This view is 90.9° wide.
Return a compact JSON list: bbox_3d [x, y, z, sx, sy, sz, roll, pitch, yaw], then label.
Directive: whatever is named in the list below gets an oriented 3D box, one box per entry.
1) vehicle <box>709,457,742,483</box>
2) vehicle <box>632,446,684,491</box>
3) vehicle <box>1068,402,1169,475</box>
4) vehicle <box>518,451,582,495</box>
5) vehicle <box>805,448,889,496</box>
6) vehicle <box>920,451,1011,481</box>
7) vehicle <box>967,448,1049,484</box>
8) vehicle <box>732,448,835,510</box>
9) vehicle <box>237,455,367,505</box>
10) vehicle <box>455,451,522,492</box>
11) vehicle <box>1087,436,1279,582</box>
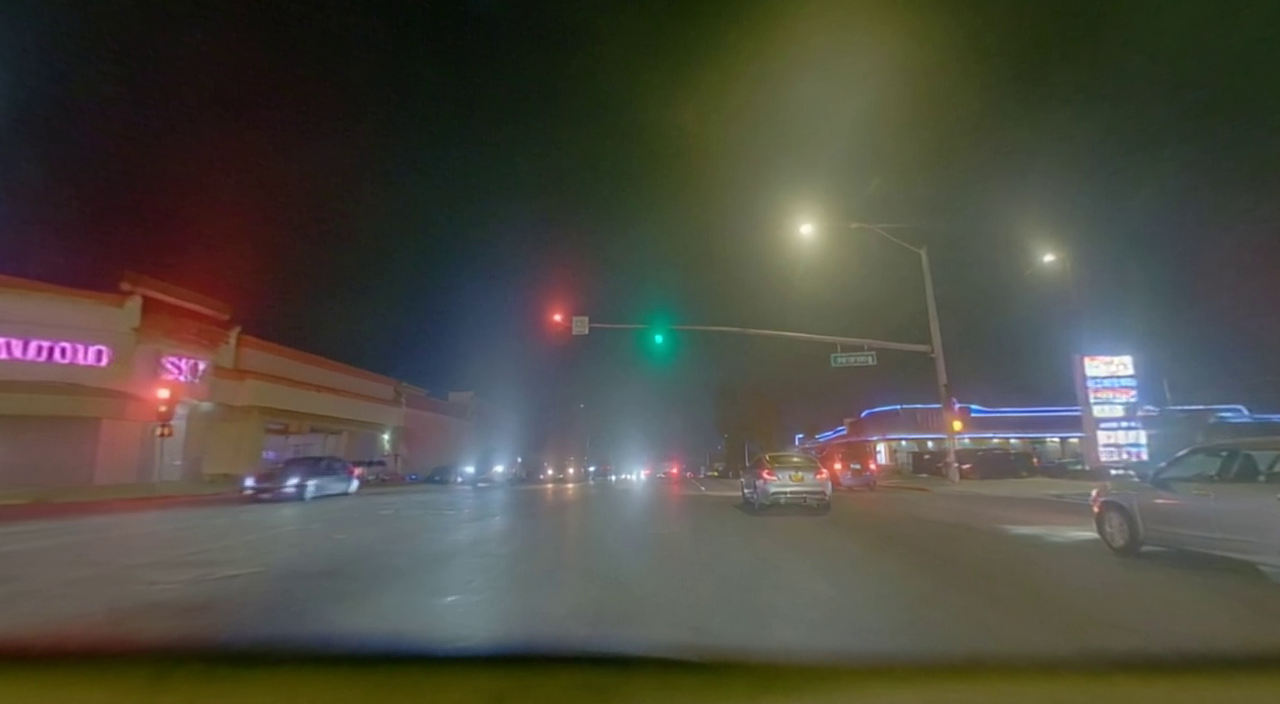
[{"bbox_3d":[6.127,8.481,45.584,2.036,1.719,4.318,0,-8,3],"label":"vehicle"},{"bbox_3d":[0.863,5.205,28.680,2.210,1.861,4.280,0,-8,3],"label":"vehicle"},{"bbox_3d":[18.499,3.391,24.721,2.521,2.491,5.455,-7,-9,32],"label":"vehicle"},{"bbox_3d":[-4.021,5.484,28.943,2.041,1.494,4.647,-3,-6,2],"label":"vehicle"},{"bbox_3d":[8.367,4.834,25.919,2.040,1.738,4.414,0,-8,1],"label":"vehicle"},{"bbox_3d":[17.097,5.935,33.063,4.964,1.453,2.184,7,-11,-36],"label":"vehicle"},{"bbox_3d":[17.025,5.196,29.070,4.373,1.399,2.052,7,-11,-43],"label":"vehicle"},{"bbox_3d":[3.967,3.571,18.302,1.963,1.484,4.609,0,-8,1],"label":"vehicle"},{"bbox_3d":[-11.553,4.375,21.987,1.871,1.453,4.575,0,-8,2],"label":"vehicle"},{"bbox_3d":[-7.554,5.993,32.013,2.065,1.805,4.668,0,-8,3],"label":"vehicle"},{"bbox_3d":[7.449,1.650,6.809,1.911,1.466,4.572,0,-8,1],"label":"vehicle"}]
